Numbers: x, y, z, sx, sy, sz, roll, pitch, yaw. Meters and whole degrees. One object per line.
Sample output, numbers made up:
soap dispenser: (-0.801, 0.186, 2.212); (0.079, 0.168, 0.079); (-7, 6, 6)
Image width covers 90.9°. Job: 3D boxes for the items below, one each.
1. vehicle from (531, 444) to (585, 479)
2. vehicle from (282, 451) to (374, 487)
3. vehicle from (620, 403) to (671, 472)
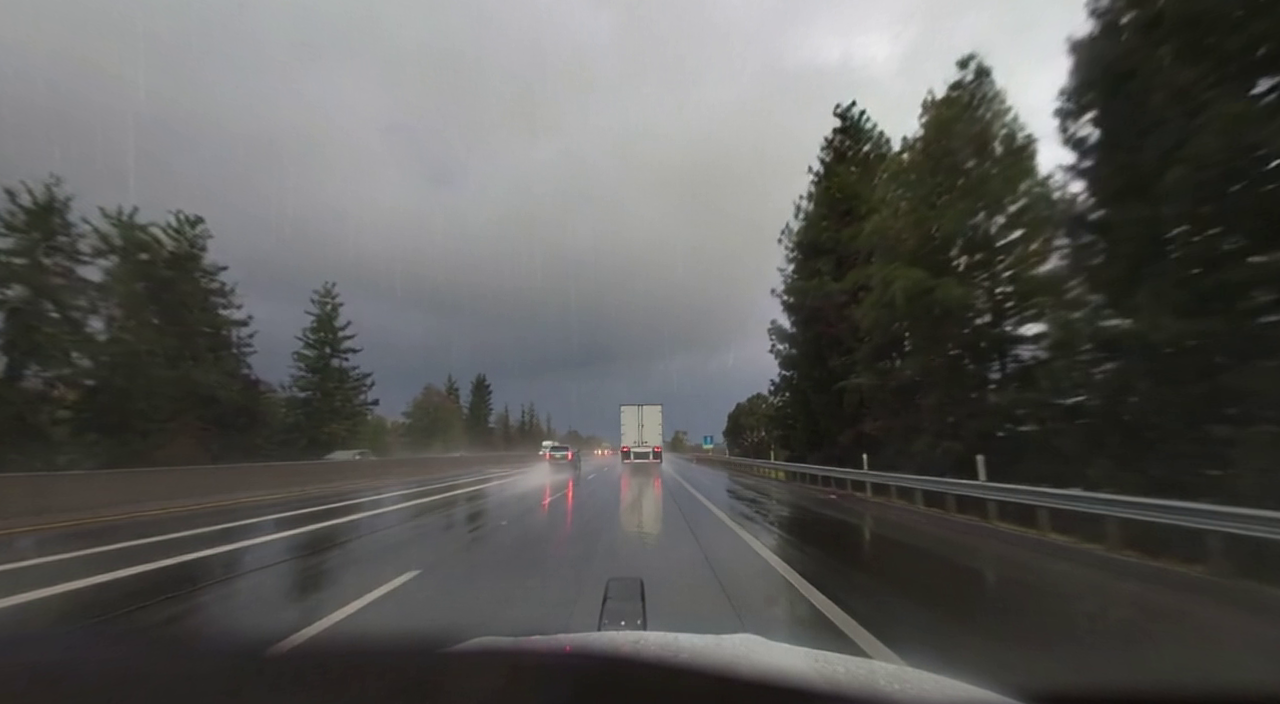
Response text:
vehicle: (-3.942, 5.330, 30.894); (2.063, 1.583, 4.049); (0, -9, 1)
vehicle: (-13.985, 5.243, 28.553); (1.900, 1.458, 4.276); (0, -9, 1)
vehicle: (0.351, 5.709, 41.492); (2.899, 3.966, 10.053); (0, -9, 0)
